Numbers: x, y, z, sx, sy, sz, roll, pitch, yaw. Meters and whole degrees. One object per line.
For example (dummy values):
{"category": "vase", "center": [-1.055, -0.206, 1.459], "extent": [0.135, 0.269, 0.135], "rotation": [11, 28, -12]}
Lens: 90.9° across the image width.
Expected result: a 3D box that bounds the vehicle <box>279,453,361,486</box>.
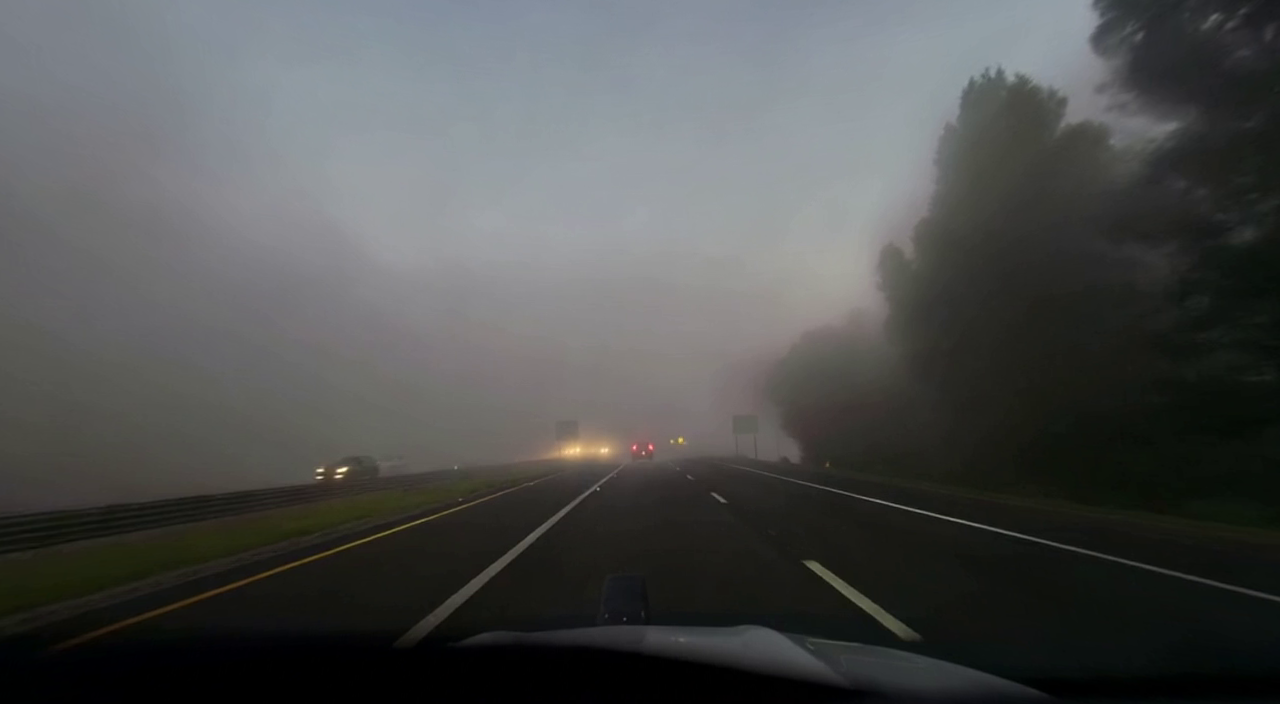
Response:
{"category": "vehicle", "center": [-16.851, 6.182, 33.499], "extent": [1.904, 1.491, 4.685], "rotation": [-1, -8, 0]}
